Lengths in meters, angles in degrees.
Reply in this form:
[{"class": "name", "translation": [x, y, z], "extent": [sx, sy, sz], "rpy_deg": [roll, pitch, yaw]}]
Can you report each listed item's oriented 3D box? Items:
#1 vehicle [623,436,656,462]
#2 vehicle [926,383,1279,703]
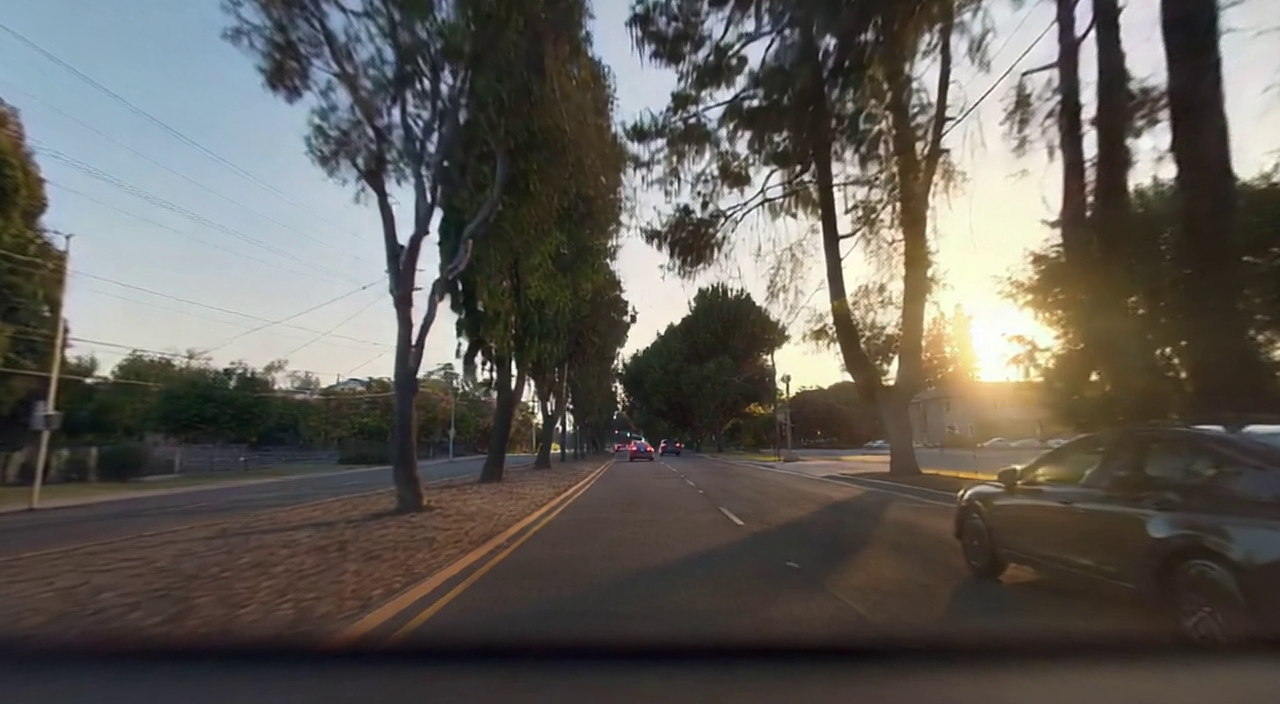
[{"class": "vehicle", "translation": [-0.089, 7.049, 45.635], "extent": [2.189, 1.776, 4.342], "rpy_deg": [0, -9, -2]}, {"class": "vehicle", "translation": [4.254, 1.142, 4.299], "extent": [2.235, 1.597, 4.918], "rpy_deg": [0, -9, -1]}]
